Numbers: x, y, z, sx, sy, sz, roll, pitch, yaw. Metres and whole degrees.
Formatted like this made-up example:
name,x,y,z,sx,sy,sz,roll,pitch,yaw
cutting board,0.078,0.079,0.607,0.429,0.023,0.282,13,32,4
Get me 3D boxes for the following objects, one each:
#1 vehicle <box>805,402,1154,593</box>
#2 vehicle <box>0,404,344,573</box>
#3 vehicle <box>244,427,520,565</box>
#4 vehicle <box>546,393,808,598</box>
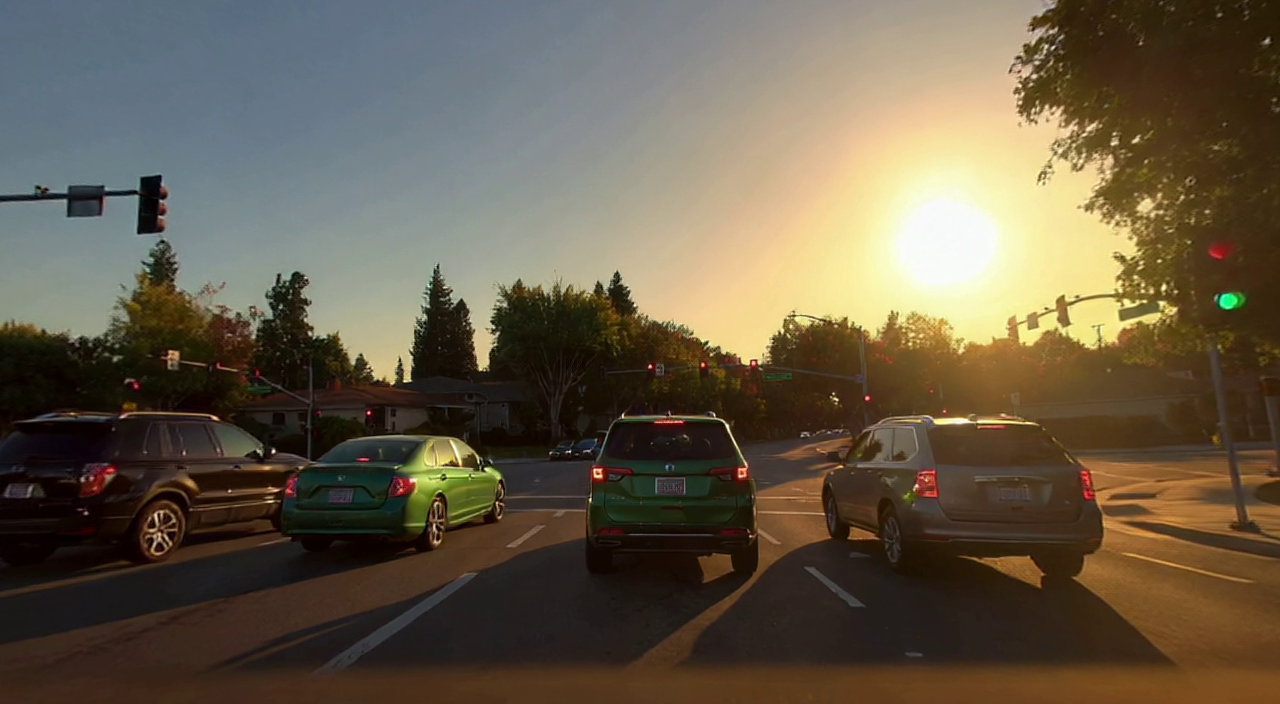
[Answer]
name,x,y,z,sx,sy,sz,roll,pitch,yaw
vehicle,3.519,1.588,7.749,2.047,1.638,4.395,-1,-8,4
vehicle,-6.633,1.826,9.244,2.075,1.796,4.785,0,-8,2
vehicle,-3.244,1.884,9.096,1.885,1.475,4.359,-1,-8,4
vehicle,0.387,1.518,7.490,2.198,1.708,4.170,0,-8,2
